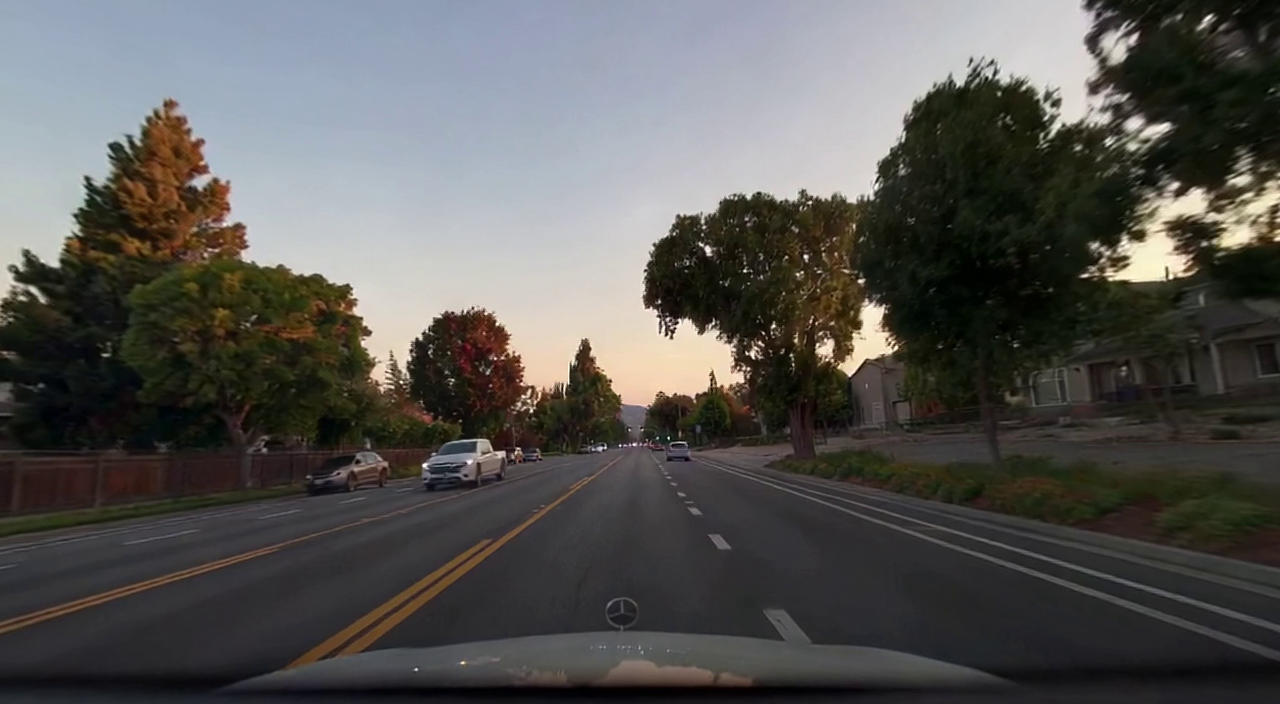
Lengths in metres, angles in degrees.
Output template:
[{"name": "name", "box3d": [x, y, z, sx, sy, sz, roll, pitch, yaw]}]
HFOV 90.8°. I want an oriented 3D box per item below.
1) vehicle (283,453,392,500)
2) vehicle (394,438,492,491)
[{"name": "vehicle", "box3d": [-12.042, 4.963, 25.607, 1.977, 1.678, 4.694, 0, -9, 2]}, {"name": "vehicle", "box3d": [-6.838, 3.950, 22.517, 1.944, 1.655, 4.607, 0, -9, 1]}]
